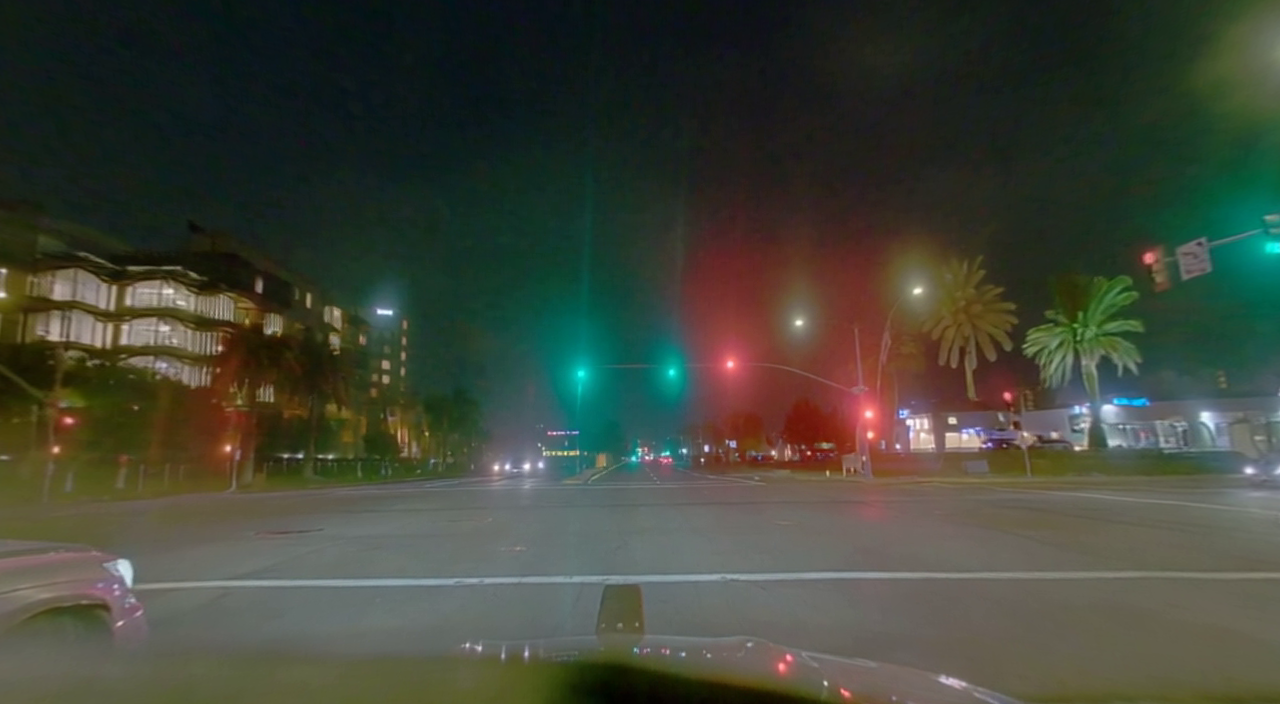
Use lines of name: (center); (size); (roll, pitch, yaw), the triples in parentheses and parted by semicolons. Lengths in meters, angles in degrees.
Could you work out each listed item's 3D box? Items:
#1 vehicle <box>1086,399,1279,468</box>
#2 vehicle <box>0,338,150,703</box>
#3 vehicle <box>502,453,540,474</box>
vehicle: (32.565, 5.026, 38.406); (2.863, 3.609, 10.252); (0, -9, -3)
vehicle: (-3.390, 0.547, 0.641); (2.026, 1.723, 4.832); (0, -9, -2)
vehicle: (-9.147, 8.623, 48.985); (2.095, 1.482, 4.523); (0, -9, 0)
